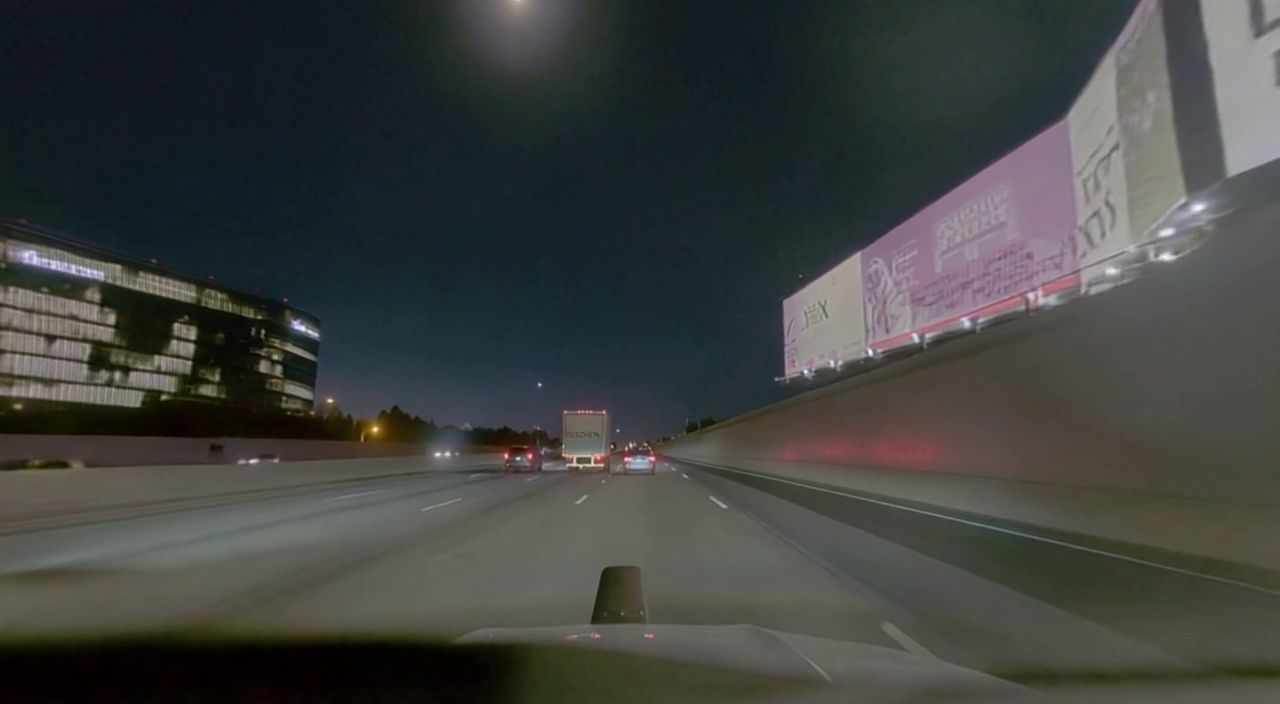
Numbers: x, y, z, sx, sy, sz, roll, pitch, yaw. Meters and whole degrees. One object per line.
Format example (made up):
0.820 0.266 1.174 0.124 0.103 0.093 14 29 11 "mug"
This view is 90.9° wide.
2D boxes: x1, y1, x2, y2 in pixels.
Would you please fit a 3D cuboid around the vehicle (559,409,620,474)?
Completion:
-2.883 5.485 38.348 2.794 3.460 8.595 0 -9 1 "vehicle"

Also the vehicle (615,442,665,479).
-0.031 4.963 29.015 2.168 1.597 3.615 0 -9 -1 "vehicle"

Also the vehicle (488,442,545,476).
-6.570 5.752 34.084 2.124 1.674 4.541 0 -9 0 "vehicle"
